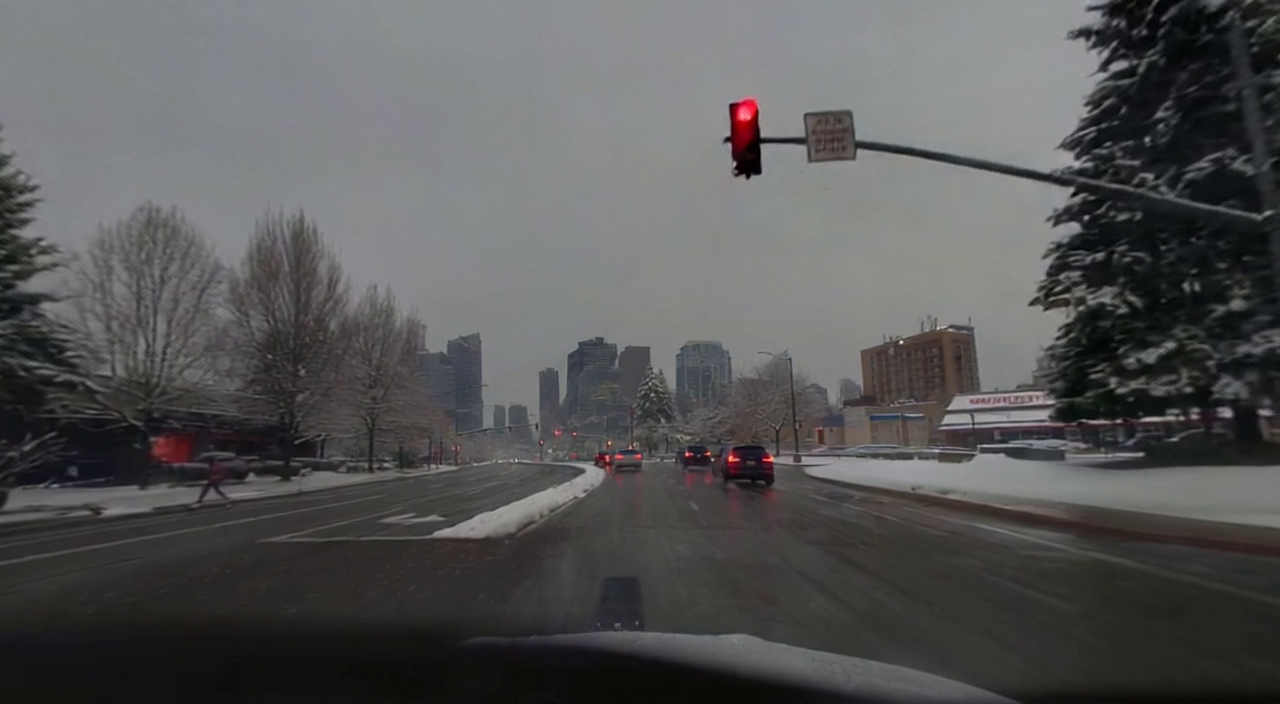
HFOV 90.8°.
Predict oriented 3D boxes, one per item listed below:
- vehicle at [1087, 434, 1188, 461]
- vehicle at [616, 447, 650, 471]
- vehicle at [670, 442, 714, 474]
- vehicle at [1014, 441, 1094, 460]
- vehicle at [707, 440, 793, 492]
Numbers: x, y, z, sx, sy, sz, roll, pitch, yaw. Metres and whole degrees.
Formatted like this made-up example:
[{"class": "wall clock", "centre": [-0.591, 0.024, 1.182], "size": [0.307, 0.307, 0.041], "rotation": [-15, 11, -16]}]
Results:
[{"class": "vehicle", "centre": [32.979, 6.361, 41.974], "size": [4.894, 1.710, 2.075], "rotation": [0, -8, -1]}, {"class": "vehicle", "centre": [-0.533, 7.083, 42.101], "size": [2.068, 1.512, 3.987], "rotation": [0, -8, -3]}, {"class": "vehicle", "centre": [3.099, 6.433, 38.587], "size": [2.046, 1.768, 4.370], "rotation": [0, -8, -3]}, {"class": "vehicle", "centre": [32.629, 7.776, 49.898], "size": [4.860, 1.461, 2.041], "rotation": [-1, -9, 0]}, {"class": "vehicle", "centre": [3.661, 3.882, 21.808], "size": [1.966, 1.596, 3.980], "rotation": [0, -9, -5]}]
